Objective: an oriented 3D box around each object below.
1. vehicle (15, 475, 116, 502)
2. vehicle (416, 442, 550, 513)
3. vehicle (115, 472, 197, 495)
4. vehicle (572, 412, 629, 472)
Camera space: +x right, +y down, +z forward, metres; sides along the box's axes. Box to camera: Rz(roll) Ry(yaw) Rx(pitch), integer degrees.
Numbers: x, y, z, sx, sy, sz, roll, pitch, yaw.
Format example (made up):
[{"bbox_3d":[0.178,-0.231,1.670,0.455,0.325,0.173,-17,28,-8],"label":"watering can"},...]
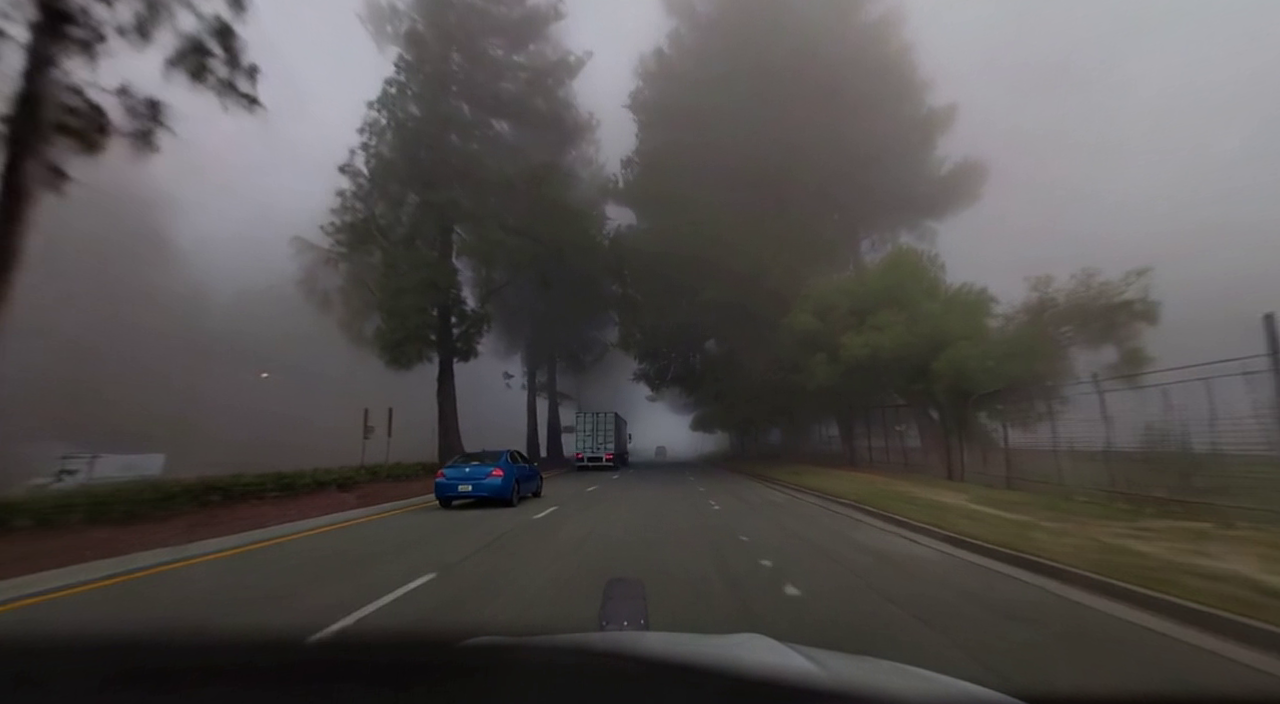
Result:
[{"bbox_3d":[-34.723,8.237,38.150,4.333,1.436,1.871,-1,-9,4],"label":"vehicle"},{"bbox_3d":[-3.637,2.984,15.557,2.005,1.462,4.345,-1,-8,3],"label":"vehicle"},{"bbox_3d":[-33.537,9.093,43.734,4.356,1.457,1.759,-1,-9,5],"label":"vehicle"},{"bbox_3d":[-2.230,5.566,38.941,2.746,3.276,8.572,0,-8,2],"label":"vehicle"}]
